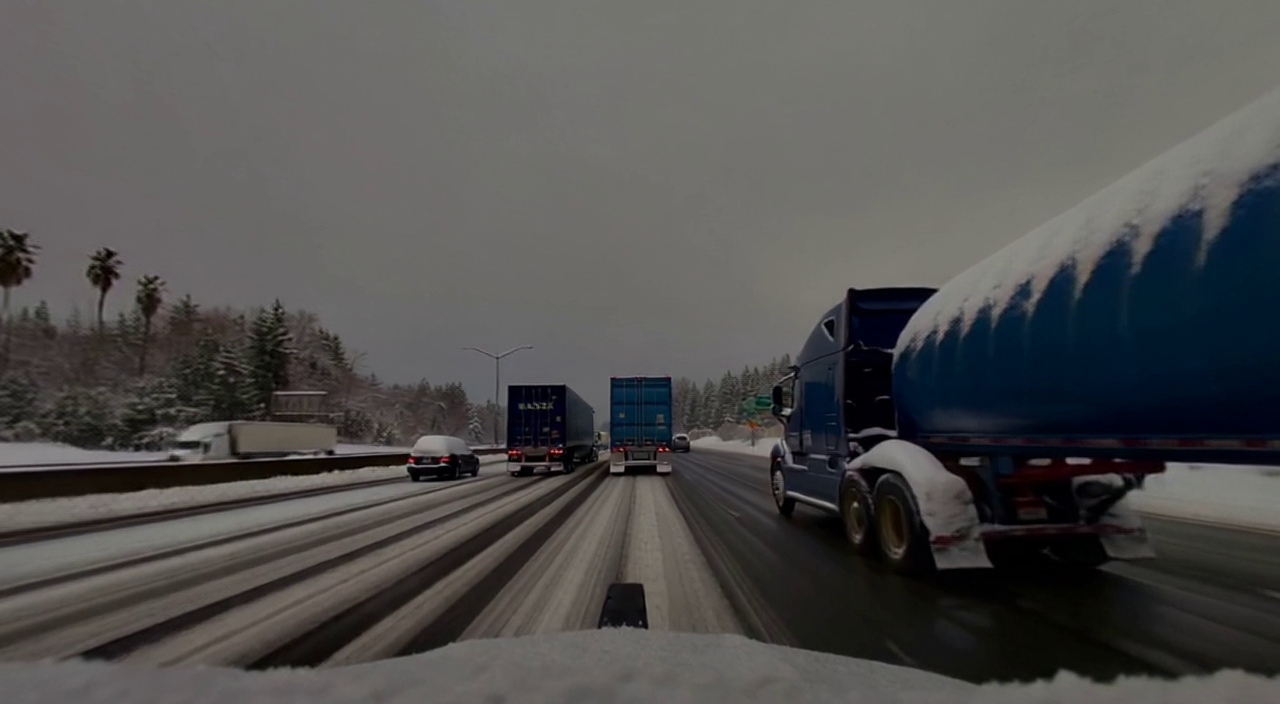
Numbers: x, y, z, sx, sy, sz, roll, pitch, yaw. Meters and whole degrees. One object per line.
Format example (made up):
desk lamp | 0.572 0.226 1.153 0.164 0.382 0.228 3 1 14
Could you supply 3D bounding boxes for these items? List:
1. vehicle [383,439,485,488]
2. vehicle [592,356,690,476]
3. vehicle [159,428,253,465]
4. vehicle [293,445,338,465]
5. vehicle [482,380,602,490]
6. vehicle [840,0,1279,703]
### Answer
vehicle | -6.884 3.755 21.598 1.916 1.465 4.451 0 -8 1
vehicle | 0.056 3.456 29.385 3.097 3.856 18.209 -1 -9 0
vehicle | -31.495 6.890 46.101 2.951 2.494 5.437 0 -8 0
vehicle | -24.331 7.718 47.359 1.495 1.363 3.346 -1 -8 1
vehicle | -3.222 3.244 24.278 2.786 3.228 11.082 0 -8 0
vehicle | 4.278 -0.382 1.783 2.887 4.178 14.553 0 -8 1
